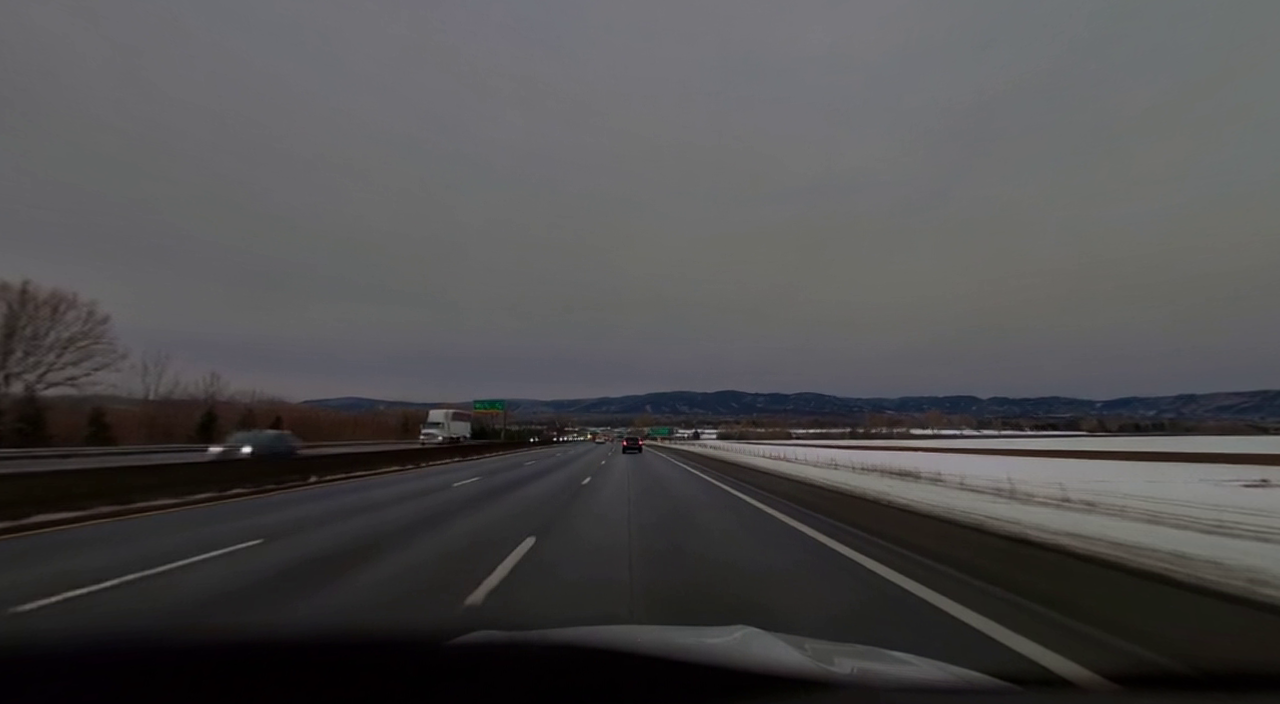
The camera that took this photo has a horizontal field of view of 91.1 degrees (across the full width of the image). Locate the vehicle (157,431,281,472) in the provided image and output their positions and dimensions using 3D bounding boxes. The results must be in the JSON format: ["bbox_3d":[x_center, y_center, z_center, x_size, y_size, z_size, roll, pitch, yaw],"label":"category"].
[{"bbox_3d":[-16.444,3.878,24.875,1.844,1.472,4.490,0,-8,-1],"label":"vehicle"}]
